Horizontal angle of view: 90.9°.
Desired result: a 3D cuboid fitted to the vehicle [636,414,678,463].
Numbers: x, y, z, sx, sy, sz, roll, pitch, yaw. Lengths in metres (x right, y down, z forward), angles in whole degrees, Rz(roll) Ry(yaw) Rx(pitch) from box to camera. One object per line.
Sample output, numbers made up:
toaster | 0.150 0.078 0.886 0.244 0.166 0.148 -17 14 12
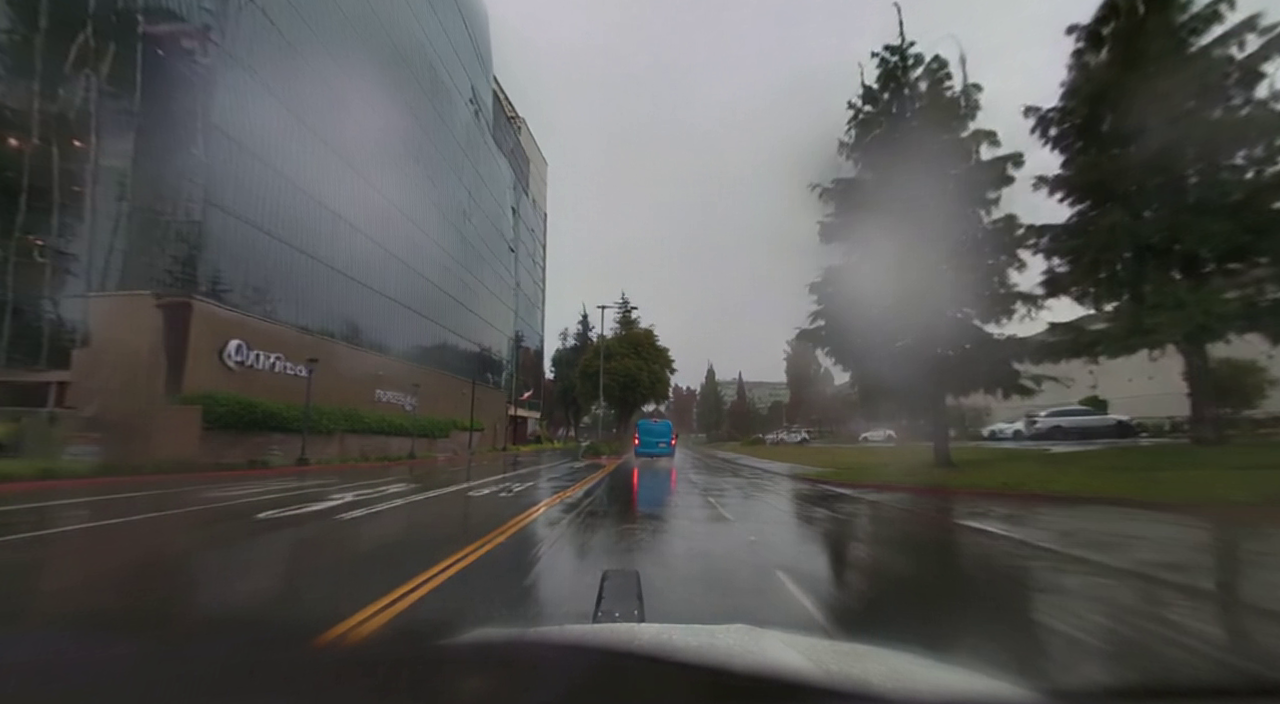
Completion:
vehicle | 1.097 5.390 39.560 2.435 2.816 5.232 0 -7 2
